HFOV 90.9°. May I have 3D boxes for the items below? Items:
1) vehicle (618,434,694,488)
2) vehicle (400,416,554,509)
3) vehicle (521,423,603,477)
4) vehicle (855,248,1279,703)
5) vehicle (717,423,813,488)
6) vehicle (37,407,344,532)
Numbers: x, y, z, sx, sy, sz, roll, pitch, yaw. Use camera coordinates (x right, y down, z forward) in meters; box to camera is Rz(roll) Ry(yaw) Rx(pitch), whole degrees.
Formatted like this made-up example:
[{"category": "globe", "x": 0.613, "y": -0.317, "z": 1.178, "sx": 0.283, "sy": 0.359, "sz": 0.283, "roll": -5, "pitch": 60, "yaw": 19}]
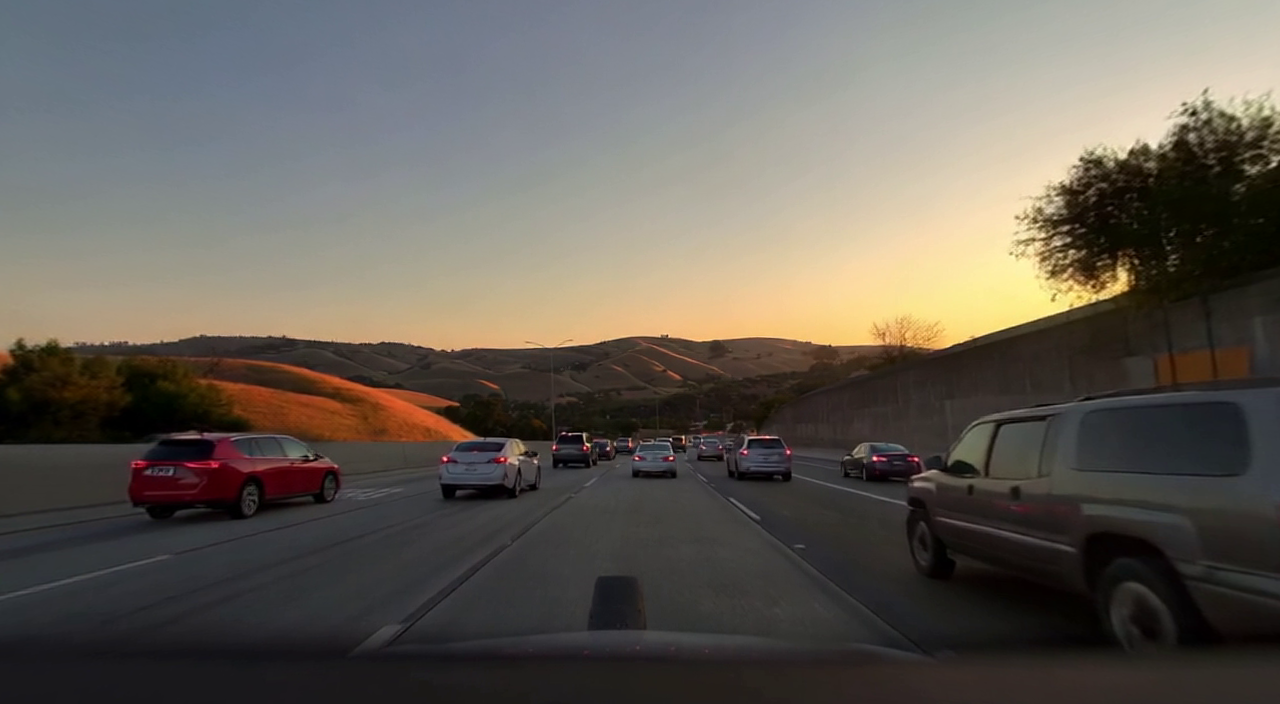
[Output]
[{"category": "vehicle", "x": 0.488, "y": 3.311, "z": 19.580, "sx": 2.105, "sy": 1.471, "sz": 4.349, "roll": 0, "pitch": -8, "yaw": 1}, {"category": "vehicle", "x": -3.383, "y": 2.404, "z": 14.138, "sx": 2.179, "sy": 1.723, "sz": 4.410, "roll": 0, "pitch": -8, "yaw": 1}, {"category": "vehicle", "x": -2.956, "y": 3.898, "z": 25.213, "sx": 2.301, "sy": 1.902, "sz": 5.374, "roll": 0, "pitch": -8, "yaw": 3}, {"category": "vehicle", "x": 3.480, "y": 0.891, "z": 4.285, "sx": 2.266, "sy": 1.929, "sz": 5.194, "roll": 0, "pitch": -8, "yaw": 1}, {"category": "vehicle", "x": 3.726, "y": 3.183, "z": 19.718, "sx": 2.046, "sy": 1.765, "sz": 4.534, "roll": 0, "pitch": -8, "yaw": 0}, {"category": "vehicle", "x": -7.690, "y": 2.056, "z": 11.628, "sx": 2.017, "sy": 1.810, "sz": 4.782, "roll": 0, "pitch": -8, "yaw": 1}]
